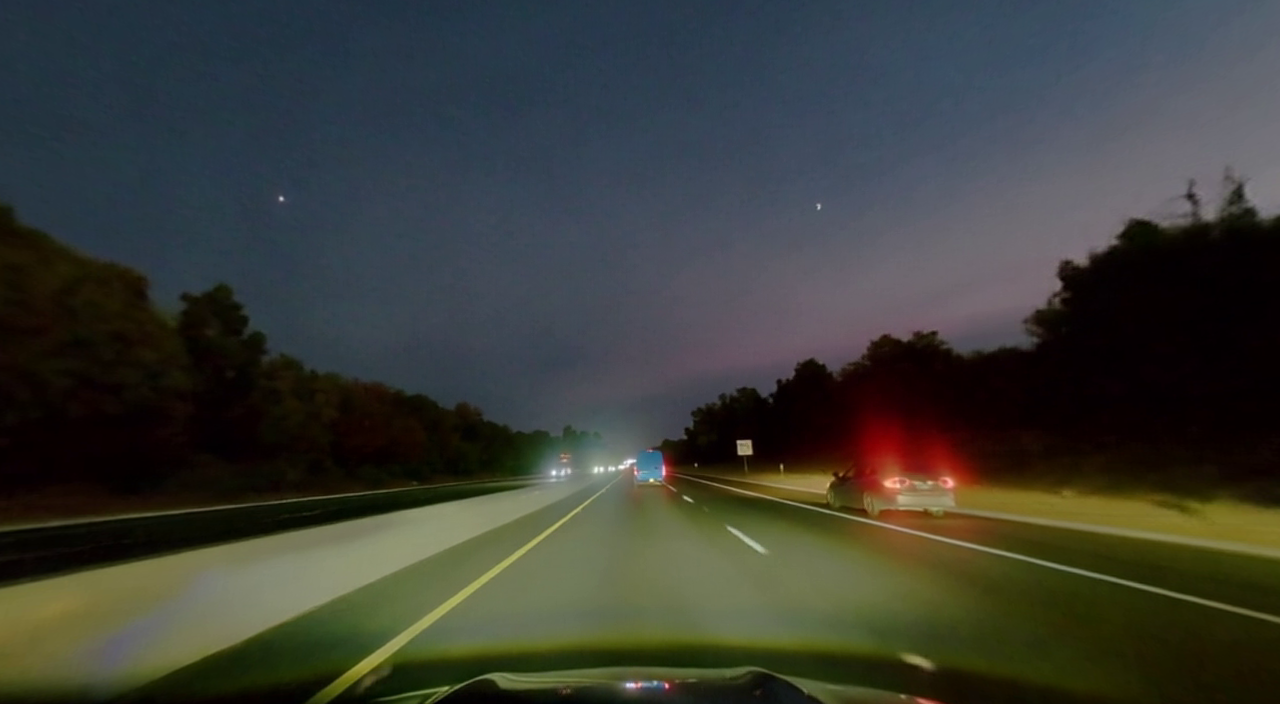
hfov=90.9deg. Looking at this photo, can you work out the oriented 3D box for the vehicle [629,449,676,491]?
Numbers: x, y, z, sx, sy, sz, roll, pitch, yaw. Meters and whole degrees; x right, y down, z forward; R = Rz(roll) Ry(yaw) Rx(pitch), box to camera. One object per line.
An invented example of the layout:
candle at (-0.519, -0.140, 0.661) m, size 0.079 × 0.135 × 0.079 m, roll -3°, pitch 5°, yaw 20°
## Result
vehicle at (0.662, 6.748, 36.015) m, size 2.429 × 2.167 × 4.558 m, roll 1°, pitch -11°, yaw -2°
